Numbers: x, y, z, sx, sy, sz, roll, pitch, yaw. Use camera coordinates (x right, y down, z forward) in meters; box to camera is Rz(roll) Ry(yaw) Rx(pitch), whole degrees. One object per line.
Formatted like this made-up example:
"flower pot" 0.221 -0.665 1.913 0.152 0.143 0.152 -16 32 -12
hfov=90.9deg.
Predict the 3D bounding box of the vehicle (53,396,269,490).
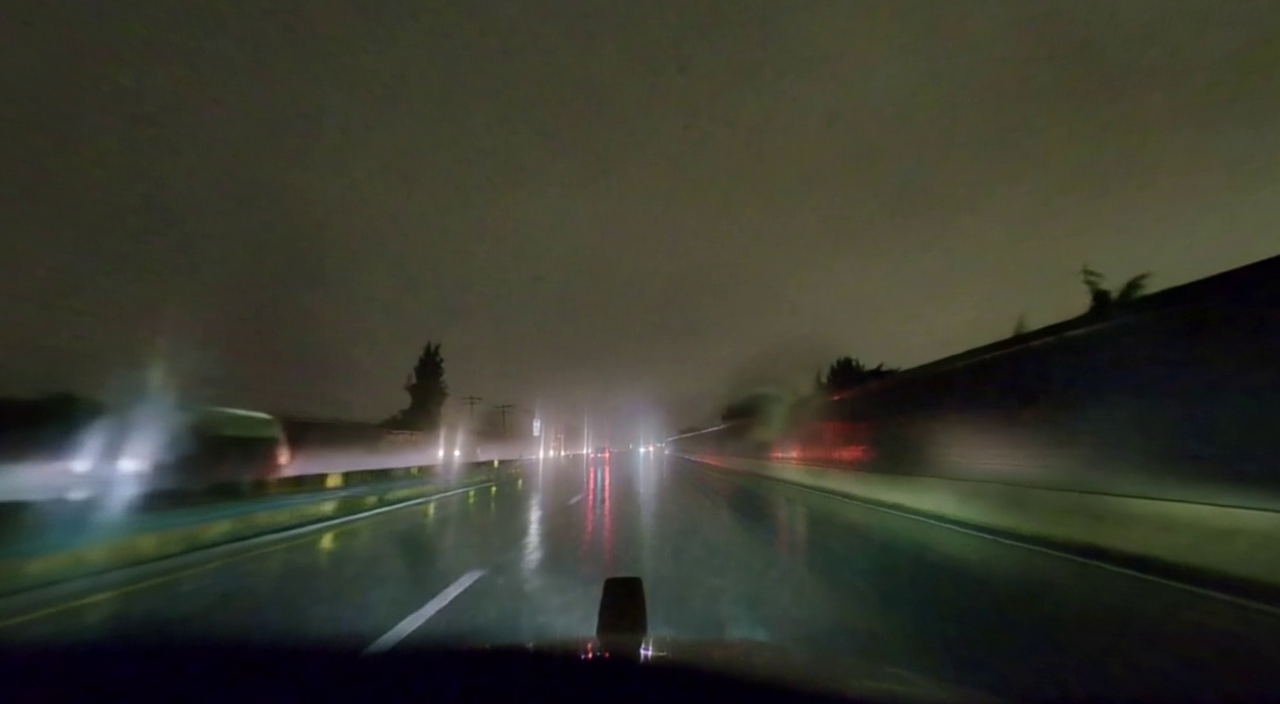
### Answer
"vehicle" -18.162 3.611 24.762 2.576 3.132 7.322 0 -9 0

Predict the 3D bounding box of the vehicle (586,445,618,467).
"vehicle" -2.679 7.556 45.966 1.991 1.473 4.707 0 -9 1
